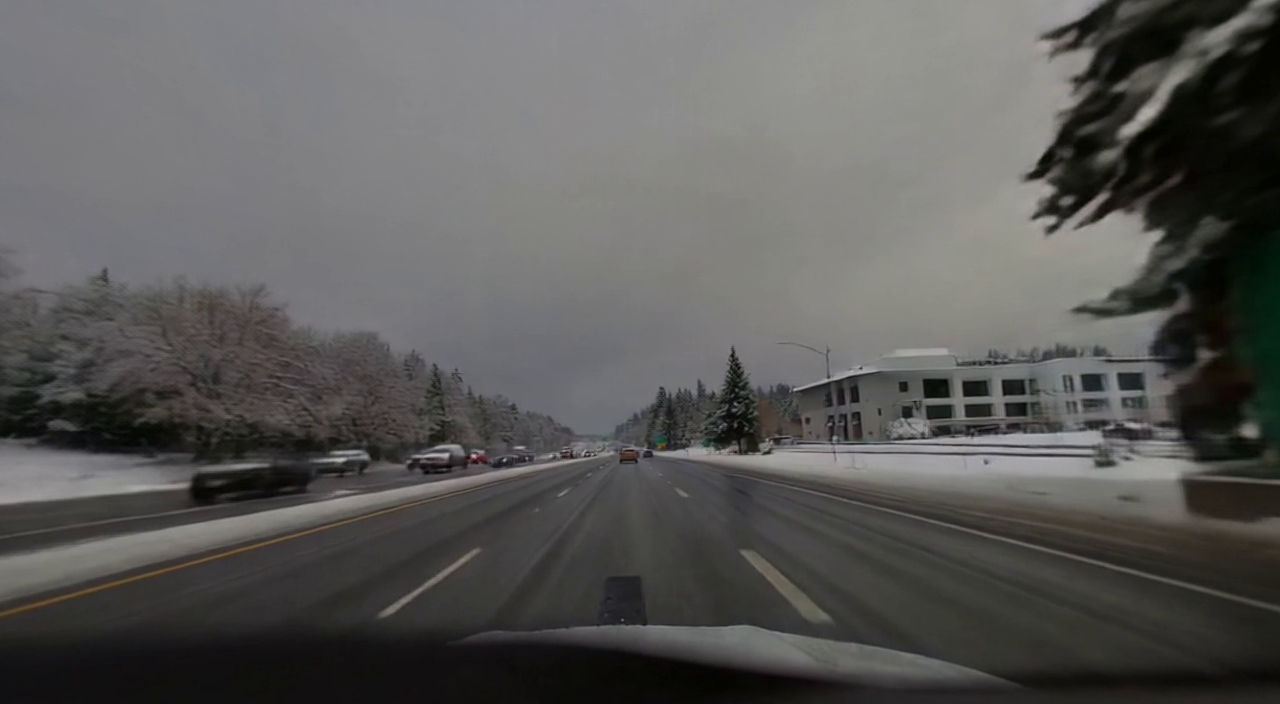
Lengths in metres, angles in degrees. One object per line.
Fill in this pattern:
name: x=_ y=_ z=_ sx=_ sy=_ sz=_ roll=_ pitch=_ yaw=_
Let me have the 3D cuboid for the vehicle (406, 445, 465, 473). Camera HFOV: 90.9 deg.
vehicle: x=-12.104 y=6.385 z=37.706 sx=1.947 sy=1.533 sz=4.756 roll=0 pitch=-9 yaw=0

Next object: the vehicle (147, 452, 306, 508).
vehicle: x=-11.766 y=3.624 z=18.340 sx=1.879 sy=1.413 sz=4.147 roll=0 pitch=-9 yaw=-1

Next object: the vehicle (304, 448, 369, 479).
vehicle: x=-21.469 y=7.858 z=44.791 sx=2.068 sy=2.055 sz=5.101 roll=0 pitch=-9 yaw=0
